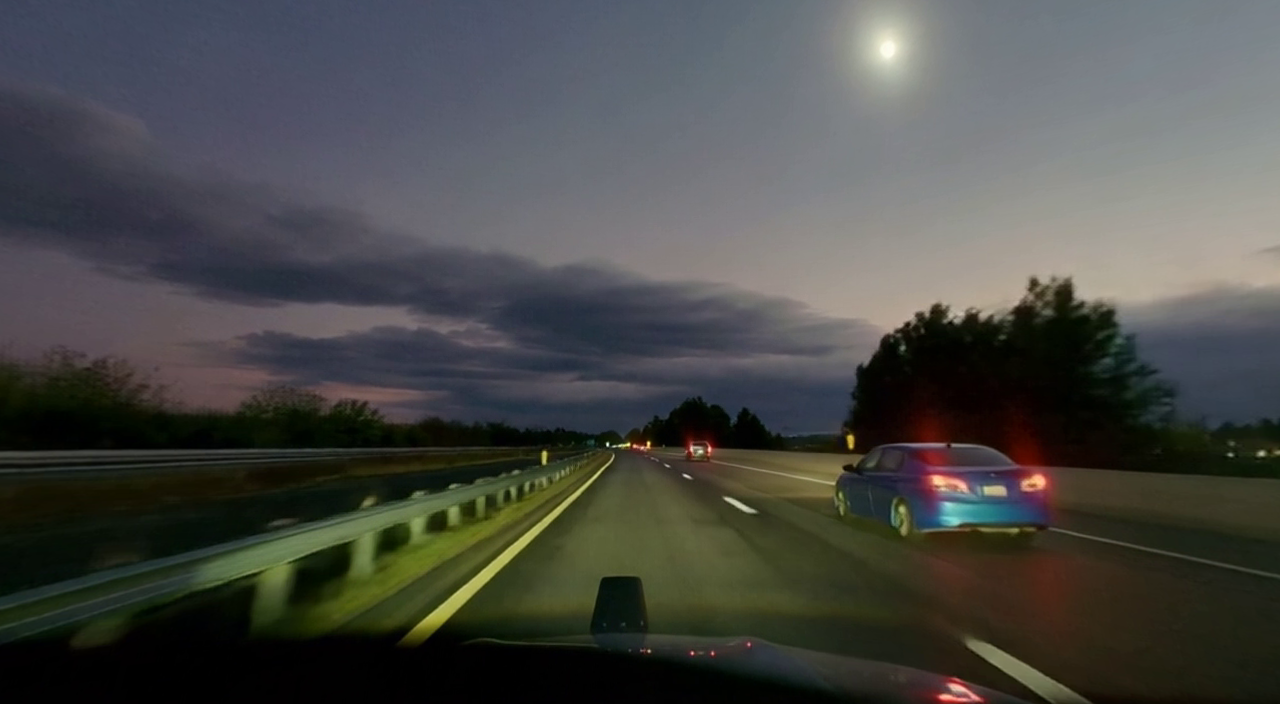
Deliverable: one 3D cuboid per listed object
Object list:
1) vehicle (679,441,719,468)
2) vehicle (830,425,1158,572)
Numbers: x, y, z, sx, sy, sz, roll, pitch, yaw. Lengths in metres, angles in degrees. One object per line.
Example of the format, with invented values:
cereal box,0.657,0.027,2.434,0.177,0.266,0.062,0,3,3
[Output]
vehicle,3.504,6.163,37.930,1.945,1.538,3.729,0,-8,-2
vehicle,4.374,1.853,8.772,2.072,1.528,4.176,0,-8,-1
